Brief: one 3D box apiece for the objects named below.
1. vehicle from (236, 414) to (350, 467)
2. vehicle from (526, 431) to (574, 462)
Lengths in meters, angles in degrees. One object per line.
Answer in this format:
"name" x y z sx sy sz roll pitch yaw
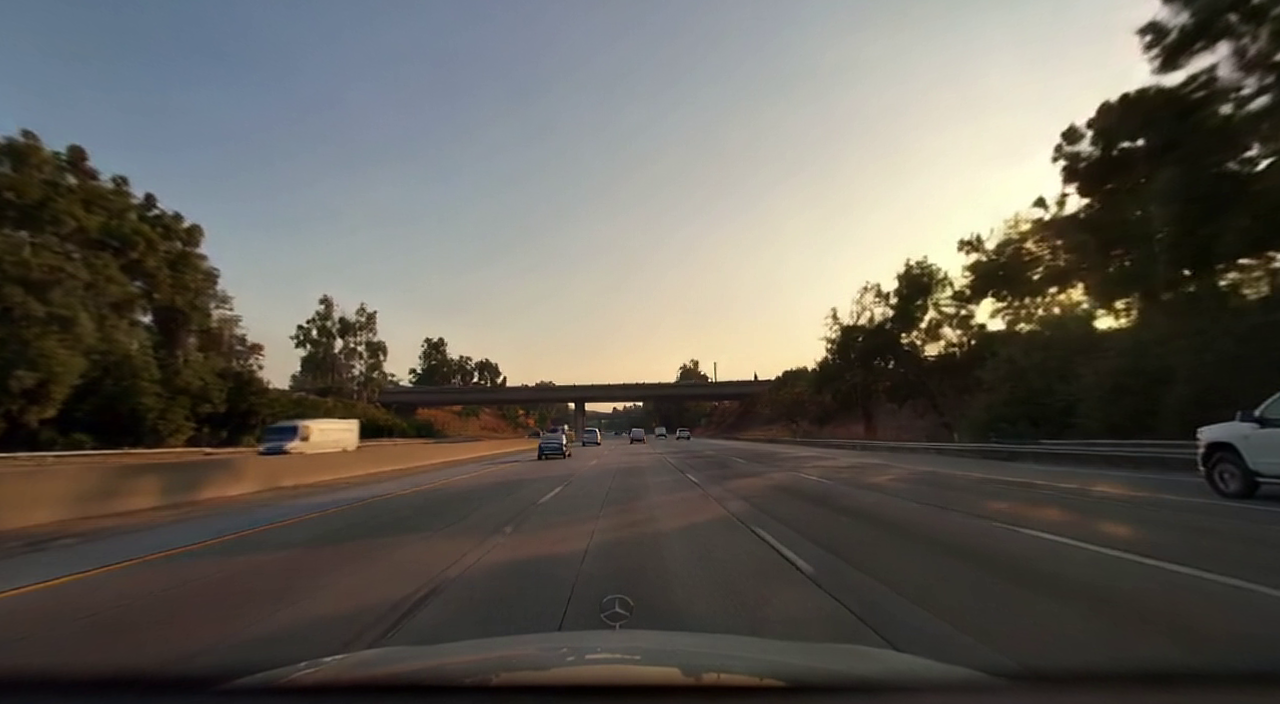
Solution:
"vehicle" -17.717 4.588 32.675 2.531 2.469 6.080 0 -8 -1
"vehicle" -4.495 4.804 32.146 1.933 1.473 4.023 0 -8 -1
